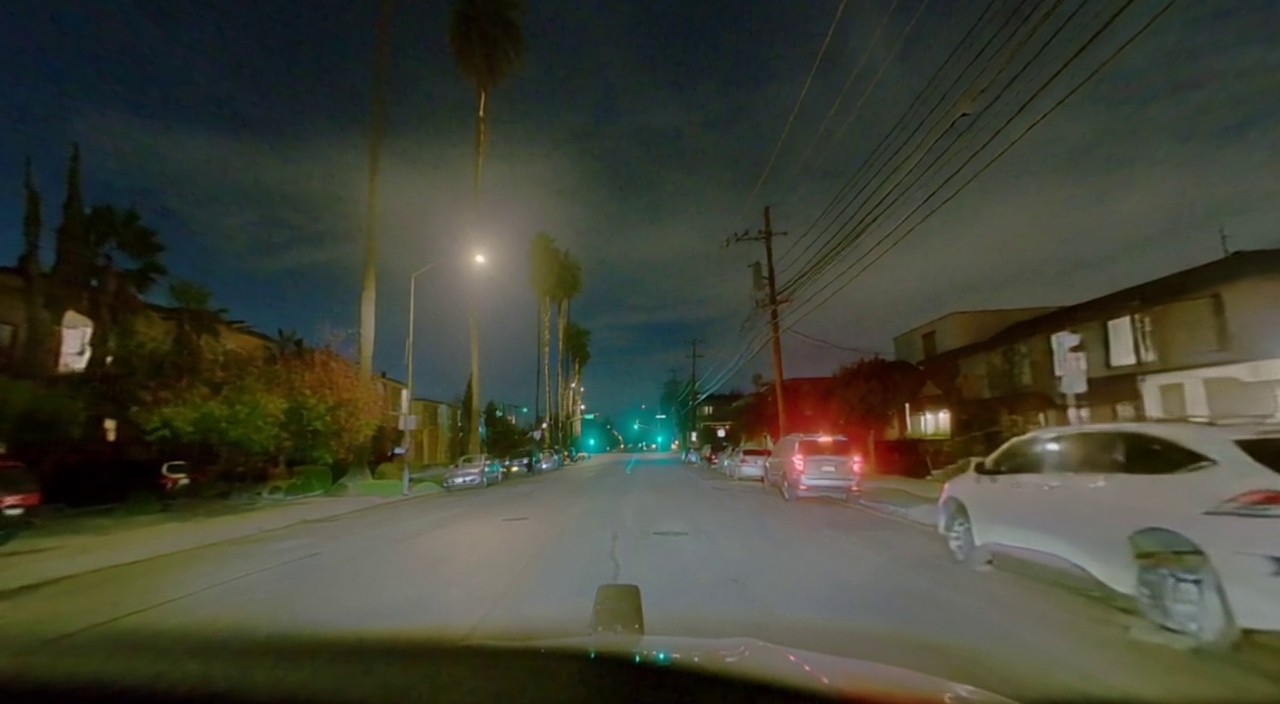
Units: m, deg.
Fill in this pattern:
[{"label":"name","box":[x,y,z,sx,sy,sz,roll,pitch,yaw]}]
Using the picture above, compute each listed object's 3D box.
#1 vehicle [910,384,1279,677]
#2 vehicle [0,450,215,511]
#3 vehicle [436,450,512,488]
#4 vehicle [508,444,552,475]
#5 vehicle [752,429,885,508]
[{"label":"vehicle","box":[4.716,1.415,6.129,1.922,1.761,4.633,0,-8,-3]},{"label":"vehicle","box":[-14.294,3.420,17.030,4.305,1.505,1.793,0,-8,-1]},{"label":"vehicle","box":[-7.215,5.129,27.987,2.013,1.483,4.645,0,-8,1]},{"label":"vehicle","box":[-7.415,7.278,42.970,2.077,1.888,4.551,-2,-8,2]},{"label":"vehicle","box":[4.634,3.103,17.325,2.115,1.826,4.871,0,-8,-1]}]
